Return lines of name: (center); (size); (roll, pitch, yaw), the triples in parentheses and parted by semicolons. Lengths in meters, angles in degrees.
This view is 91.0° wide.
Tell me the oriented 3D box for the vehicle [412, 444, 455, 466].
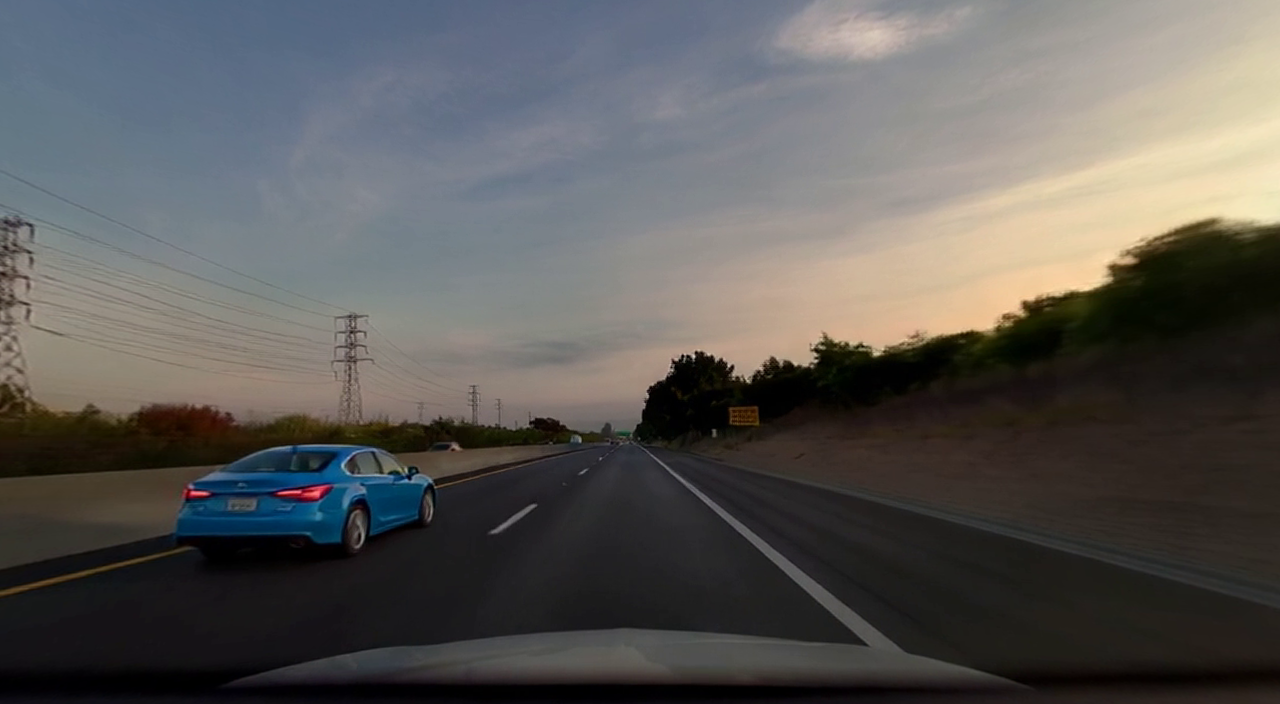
vehicle: (-15.556, 7.765, 47.657); (1.840, 1.553, 4.155); (0, -8, -1)
